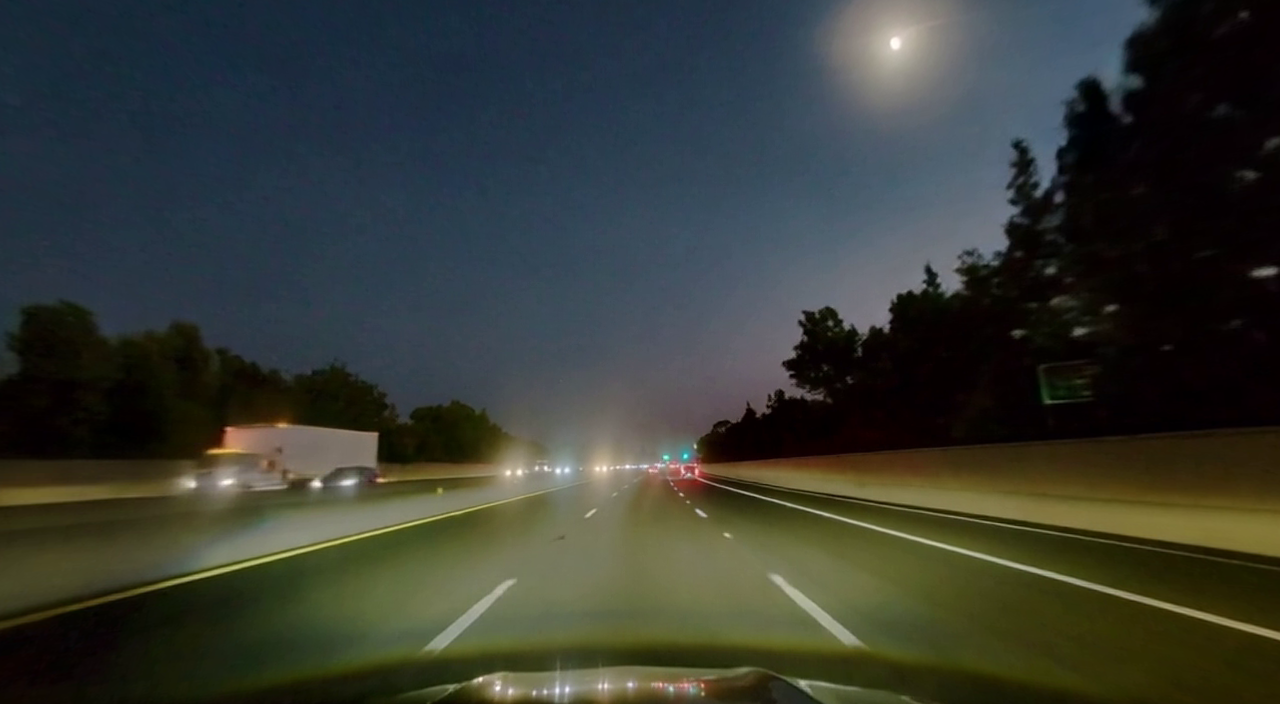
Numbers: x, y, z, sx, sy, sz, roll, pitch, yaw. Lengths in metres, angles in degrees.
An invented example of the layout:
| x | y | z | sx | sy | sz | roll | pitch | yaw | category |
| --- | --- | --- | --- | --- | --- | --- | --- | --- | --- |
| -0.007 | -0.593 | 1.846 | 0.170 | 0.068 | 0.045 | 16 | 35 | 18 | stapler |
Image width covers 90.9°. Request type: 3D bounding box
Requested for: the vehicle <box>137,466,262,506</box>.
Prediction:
| x | y | z | sx | sy | sz | roll | pitch | yaw | category |
| --- | --- | --- | --- | --- | --- | --- | --- | --- | --- |
| -17.625 | 5.361 | 25.515 | 1.886 | 1.412 | 4.246 | 1 | -10 | 1 | vehicle |

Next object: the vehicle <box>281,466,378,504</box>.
| x | y | z | sx | sy | sz | roll | pitch | yaw | category |
| --- | --- | --- | --- | --- | --- | --- | --- | --- | --- |
| -13.884 | 5.957 | 28.526 | 2.056 | 1.487 | 4.517 | 1 | -10 | 1 | vehicle |

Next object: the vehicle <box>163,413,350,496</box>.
| x | y | z | sx | sy | sz | roll | pitch | yaw | category |
| --- | --- | --- | --- | --- | --- | --- | --- | --- | --- |
| -21.403 | 6.074 | 36.716 | 2.933 | 3.987 | 12.166 | 1 | -10 | 1 | vehicle |
